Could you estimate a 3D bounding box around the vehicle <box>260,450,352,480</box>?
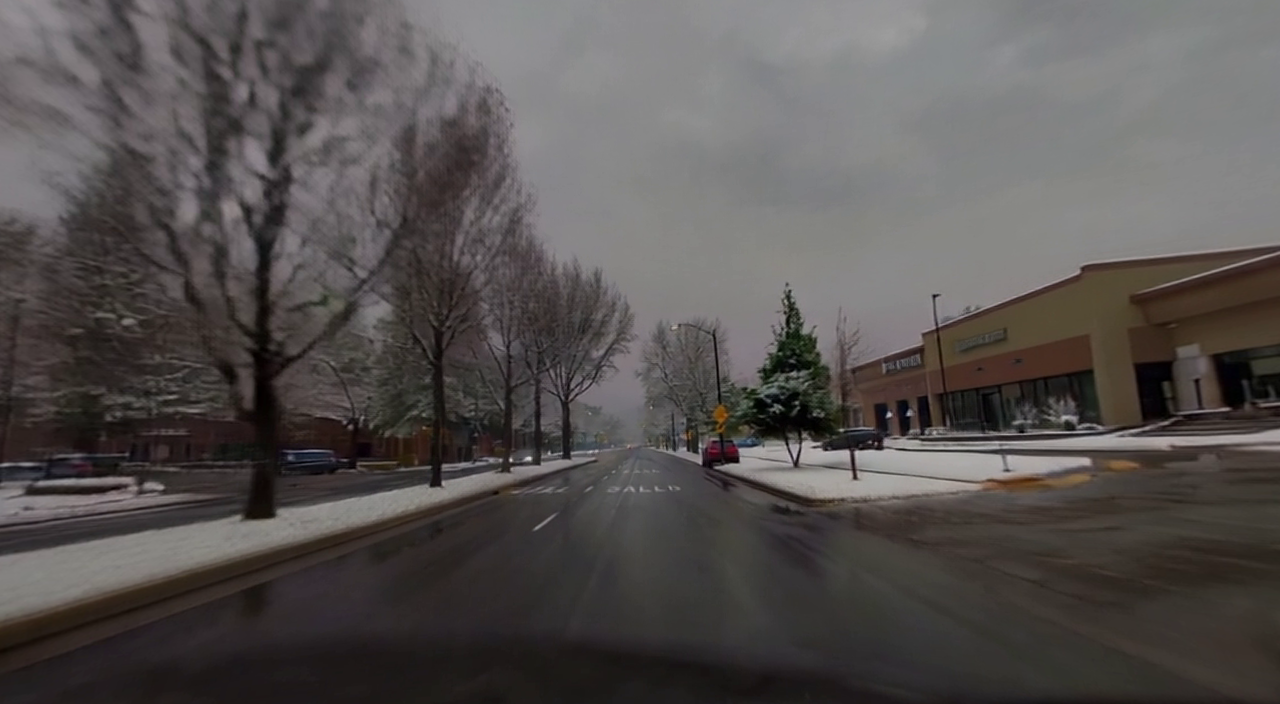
[{"bbox_3d":[-23.228,7.852,43.822,5.144,1.980,2.262,-1,-9,6],"label":"vehicle"}]
